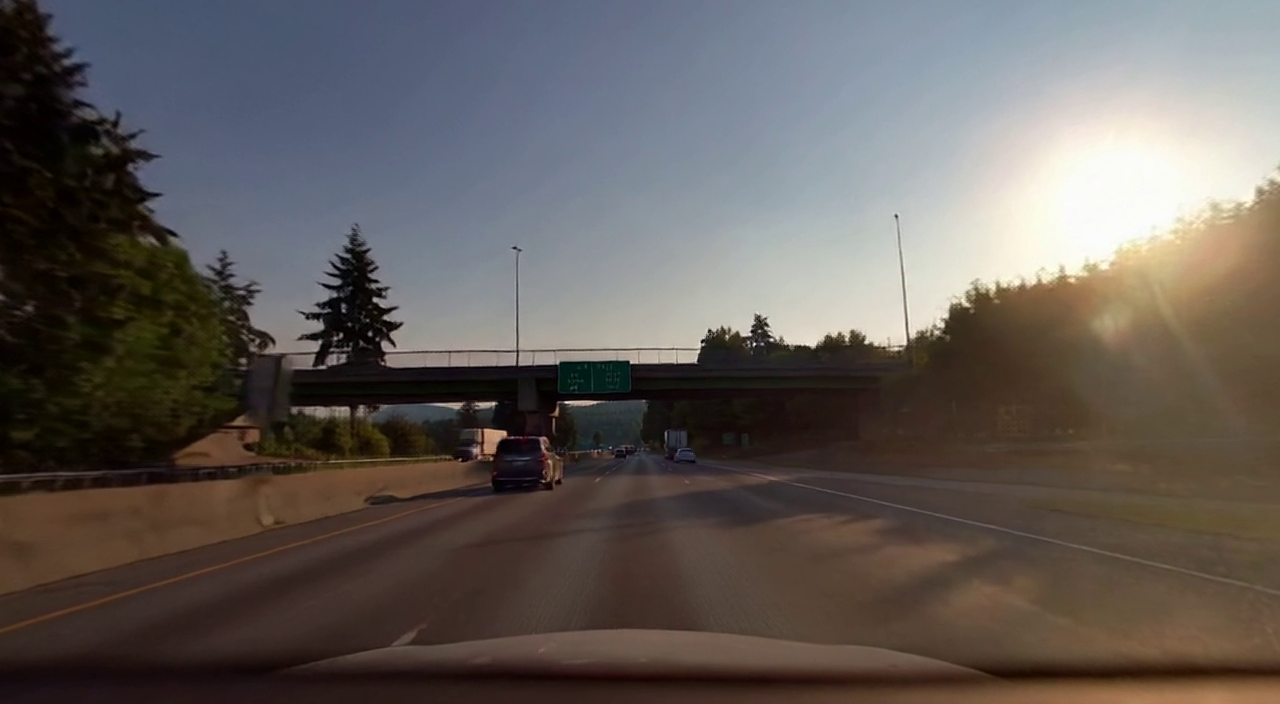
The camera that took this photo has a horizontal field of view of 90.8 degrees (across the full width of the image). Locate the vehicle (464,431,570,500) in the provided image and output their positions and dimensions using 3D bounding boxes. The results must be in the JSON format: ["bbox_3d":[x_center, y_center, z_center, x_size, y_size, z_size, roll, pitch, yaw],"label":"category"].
[{"bbox_3d":[-3.509,3.348,18.984,2.238,1.792,4.518,0,-9,0],"label":"vehicle"}]
